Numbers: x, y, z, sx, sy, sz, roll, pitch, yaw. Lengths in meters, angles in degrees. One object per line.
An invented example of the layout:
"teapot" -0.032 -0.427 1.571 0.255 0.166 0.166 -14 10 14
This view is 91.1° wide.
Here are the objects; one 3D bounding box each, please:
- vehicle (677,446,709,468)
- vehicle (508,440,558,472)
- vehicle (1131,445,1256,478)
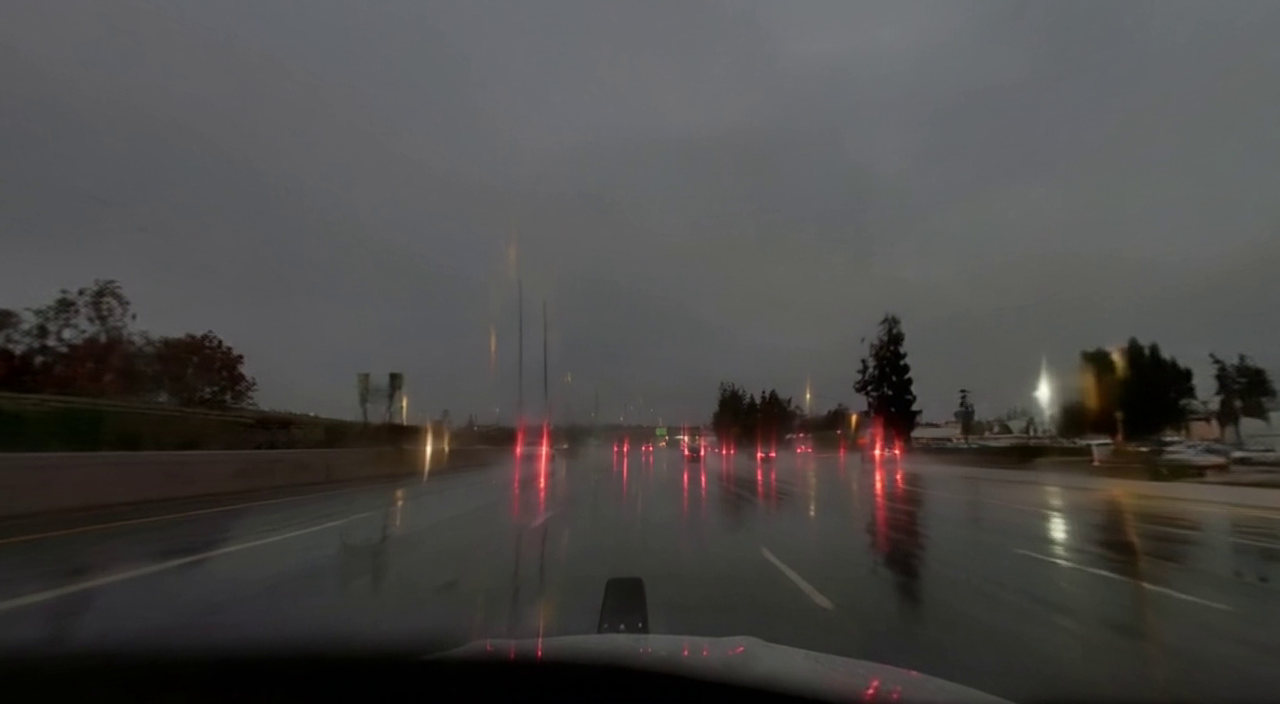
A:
"vehicle" 3.750 7.441 44.621 1.950 1.453 3.378 0 -9 -1
"vehicle" -6.265 6.100 37.157 2.091 1.746 4.437 0 -9 1
"vehicle" 36.671 7.205 41.767 2.387 1.982 5.758 7 -11 -38
